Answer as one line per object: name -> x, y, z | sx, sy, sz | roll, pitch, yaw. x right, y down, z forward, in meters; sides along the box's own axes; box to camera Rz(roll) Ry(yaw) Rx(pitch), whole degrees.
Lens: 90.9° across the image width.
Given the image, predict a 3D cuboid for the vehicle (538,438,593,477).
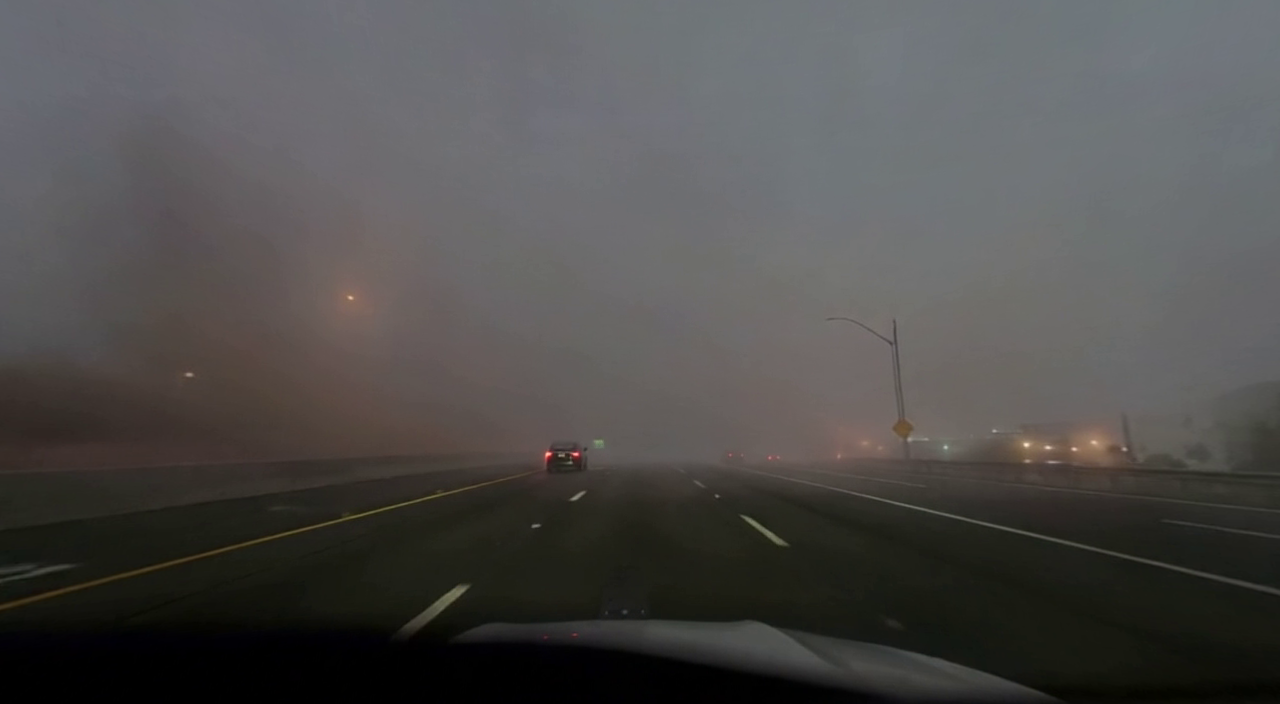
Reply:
vehicle -> -3.513, 5.070, 30.522 | 2.072, 1.706, 4.359 | 0, -8, 1
